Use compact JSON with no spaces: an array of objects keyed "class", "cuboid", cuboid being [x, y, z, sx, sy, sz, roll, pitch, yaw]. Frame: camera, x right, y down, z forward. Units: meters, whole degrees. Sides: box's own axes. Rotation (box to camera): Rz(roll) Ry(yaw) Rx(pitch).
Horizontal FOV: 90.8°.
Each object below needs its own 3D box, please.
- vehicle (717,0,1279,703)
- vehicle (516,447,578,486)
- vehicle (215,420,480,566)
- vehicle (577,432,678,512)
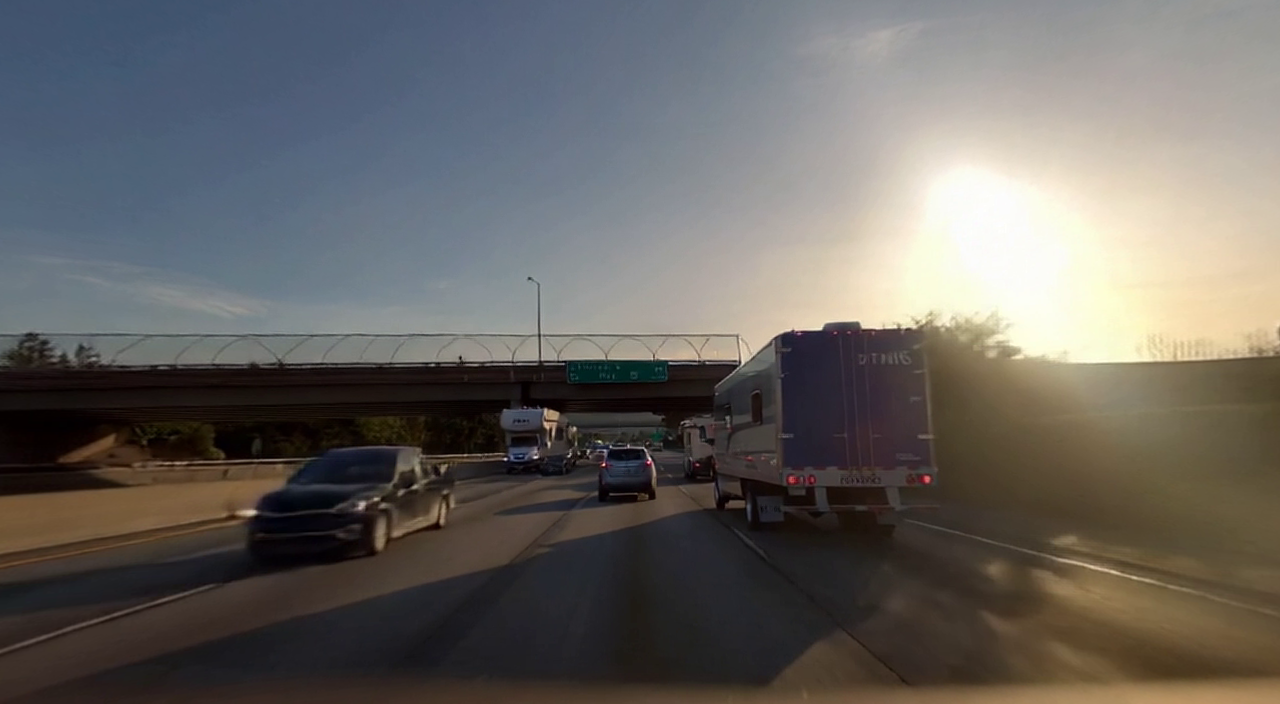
[{"class":"vehicle","cuboid":[2.901,-0.242,3.109,2.934,4.123,15.785,0,-9,0]},{"class":"vehicle","cuboid":[-3.838,4.807,26.710,1.980,1.499,3.944,0,-9,1]},{"class":"vehicle","cuboid":[-4.012,1.998,9.628,2.074,1.717,4.089,0,-9,0]},{"class":"vehicle","cuboid":[-0.285,2.938,15.892,2.201,1.719,4.058,0,-9,-1]}]
